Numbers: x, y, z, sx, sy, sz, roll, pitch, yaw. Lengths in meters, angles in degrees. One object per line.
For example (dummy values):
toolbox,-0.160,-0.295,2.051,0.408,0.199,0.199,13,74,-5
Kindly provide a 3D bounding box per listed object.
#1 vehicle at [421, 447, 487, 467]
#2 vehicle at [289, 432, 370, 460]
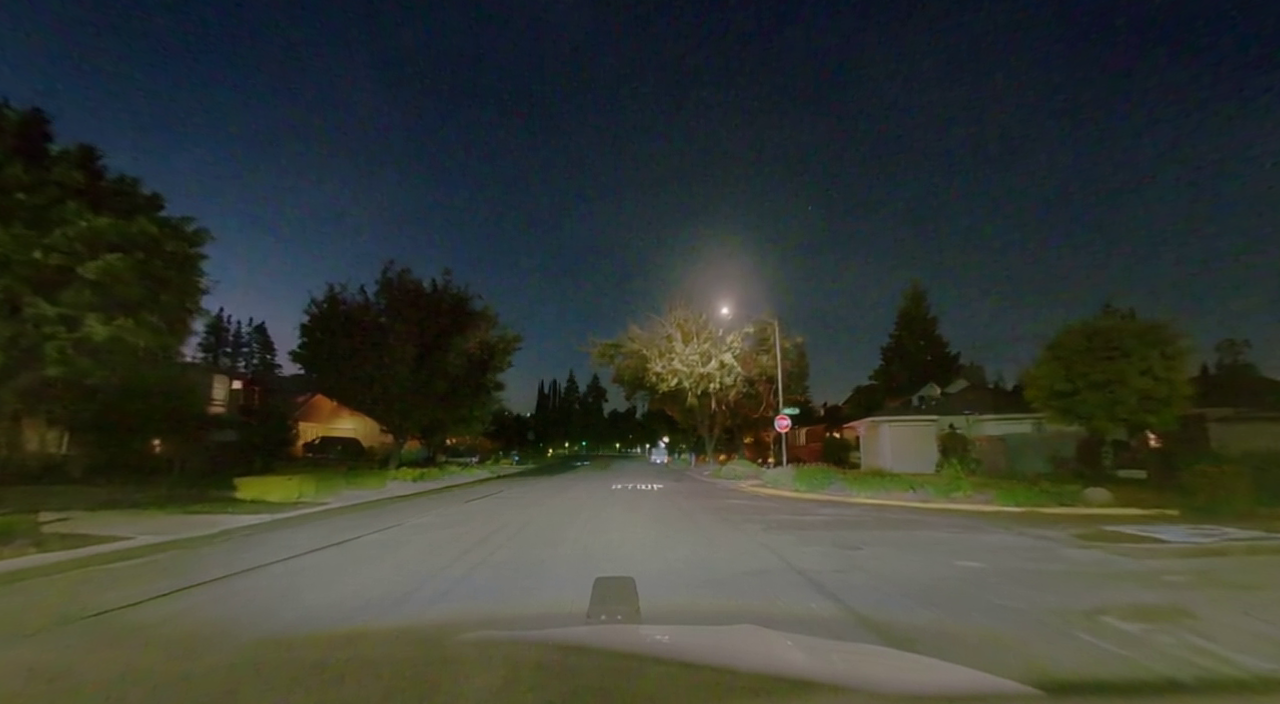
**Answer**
vehicle,-14.508,8.186,49.446,4.572,1.522,1.999,1,-9,-6
vehicle,-19.339,5.887,39.515,4.093,1.661,1.765,0,-10,-6
